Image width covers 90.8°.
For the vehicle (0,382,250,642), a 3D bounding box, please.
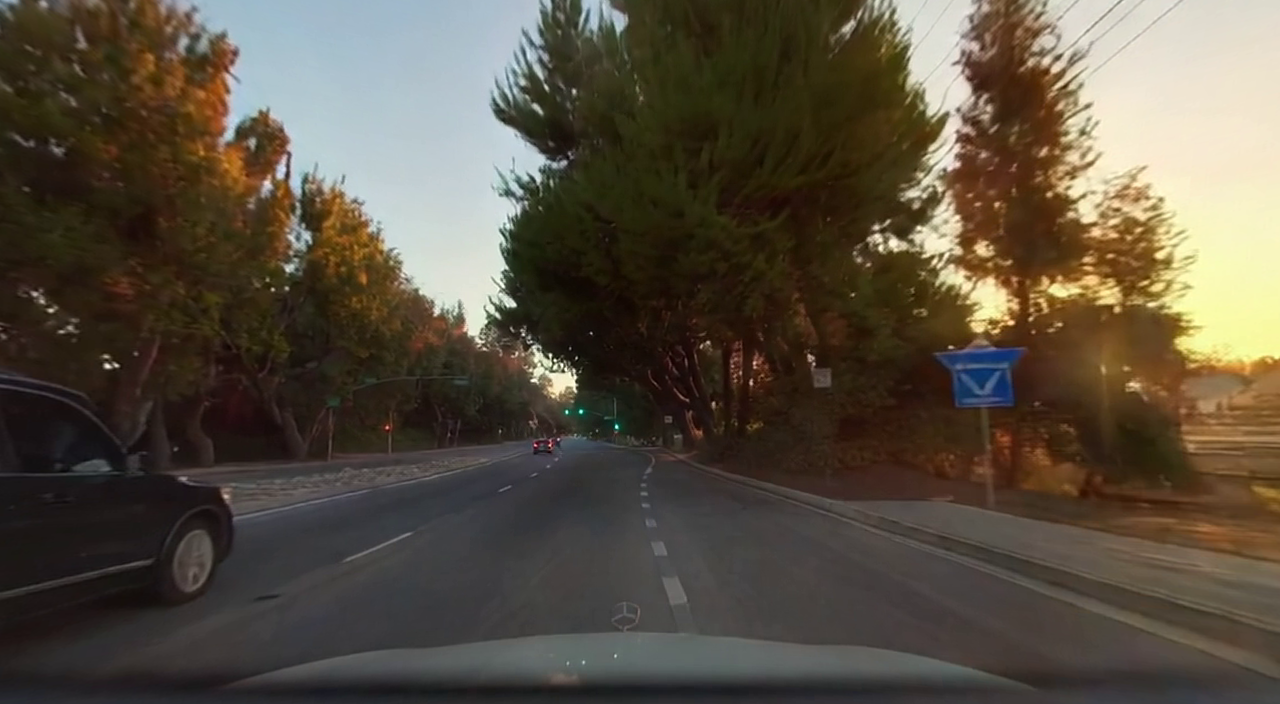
[{"bbox_3d":[-5.505,1.110,4.443,2.374,1.727,5.175,0,-9,-3],"label":"vehicle"}]
